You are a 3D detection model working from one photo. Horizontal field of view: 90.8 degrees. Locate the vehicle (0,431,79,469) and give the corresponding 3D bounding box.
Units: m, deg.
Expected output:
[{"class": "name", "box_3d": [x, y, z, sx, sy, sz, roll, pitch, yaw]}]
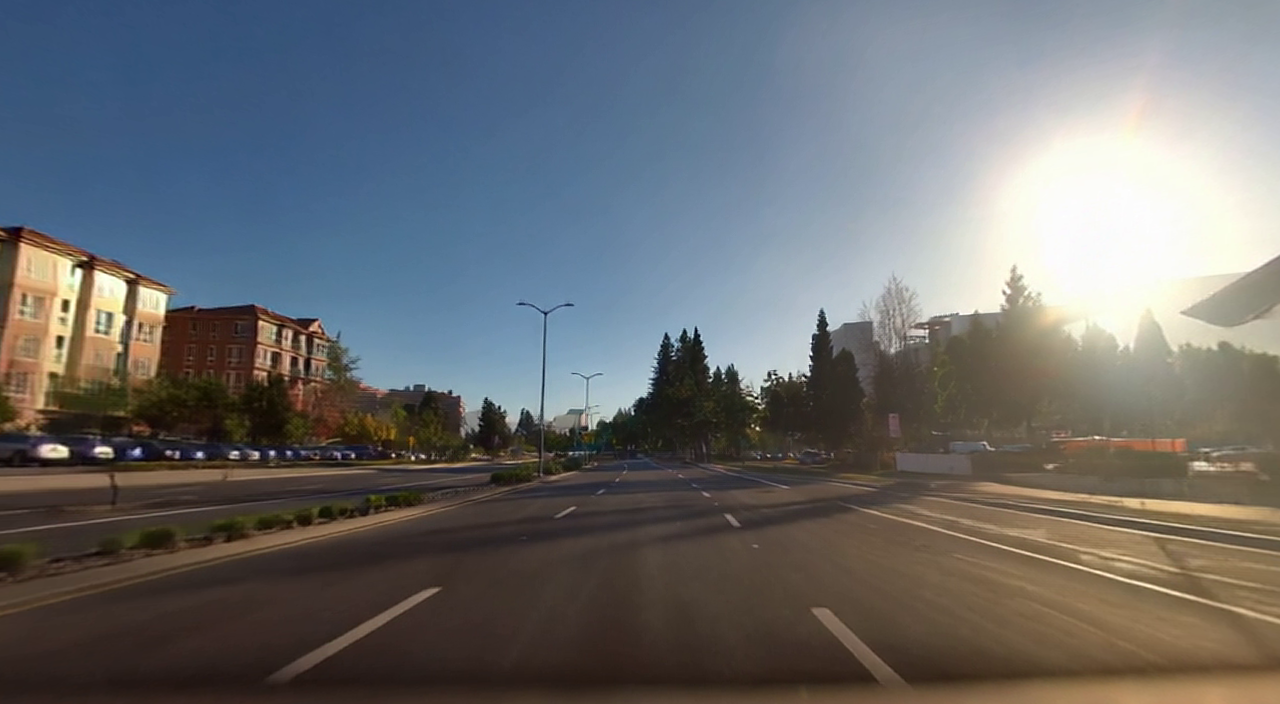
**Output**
[{"class": "vehicle", "box_3d": [-33.332, 5.223, 33.622, 4.579, 1.962, 2.161, 2, -9, -17]}]
